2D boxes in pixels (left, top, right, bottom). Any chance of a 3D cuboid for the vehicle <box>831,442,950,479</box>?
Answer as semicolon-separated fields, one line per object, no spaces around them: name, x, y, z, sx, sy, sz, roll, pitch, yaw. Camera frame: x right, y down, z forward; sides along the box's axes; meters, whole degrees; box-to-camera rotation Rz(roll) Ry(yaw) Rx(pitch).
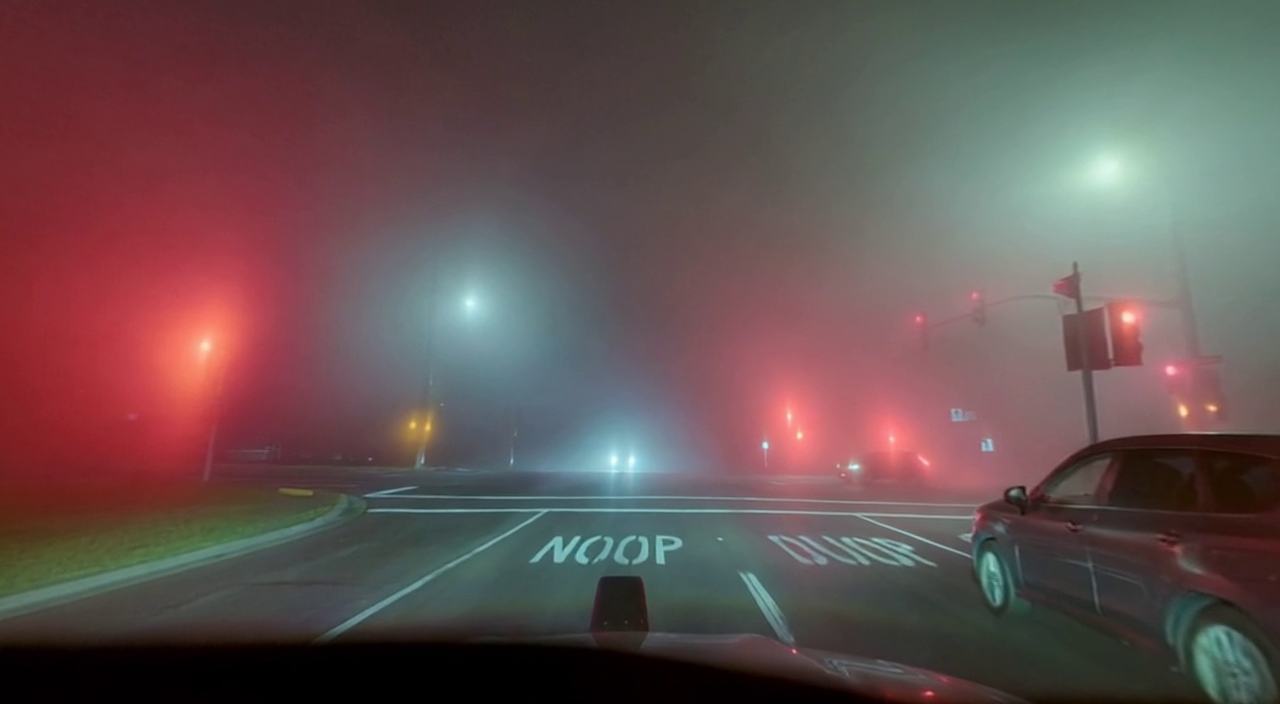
vehicle;11.748;5.090;29.748;4.715;1.671;2.030;1;-8;-5

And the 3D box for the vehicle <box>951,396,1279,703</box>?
vehicle;3.746;1.083;3.325;2.036;1.583;4.911;-1;-8;5
